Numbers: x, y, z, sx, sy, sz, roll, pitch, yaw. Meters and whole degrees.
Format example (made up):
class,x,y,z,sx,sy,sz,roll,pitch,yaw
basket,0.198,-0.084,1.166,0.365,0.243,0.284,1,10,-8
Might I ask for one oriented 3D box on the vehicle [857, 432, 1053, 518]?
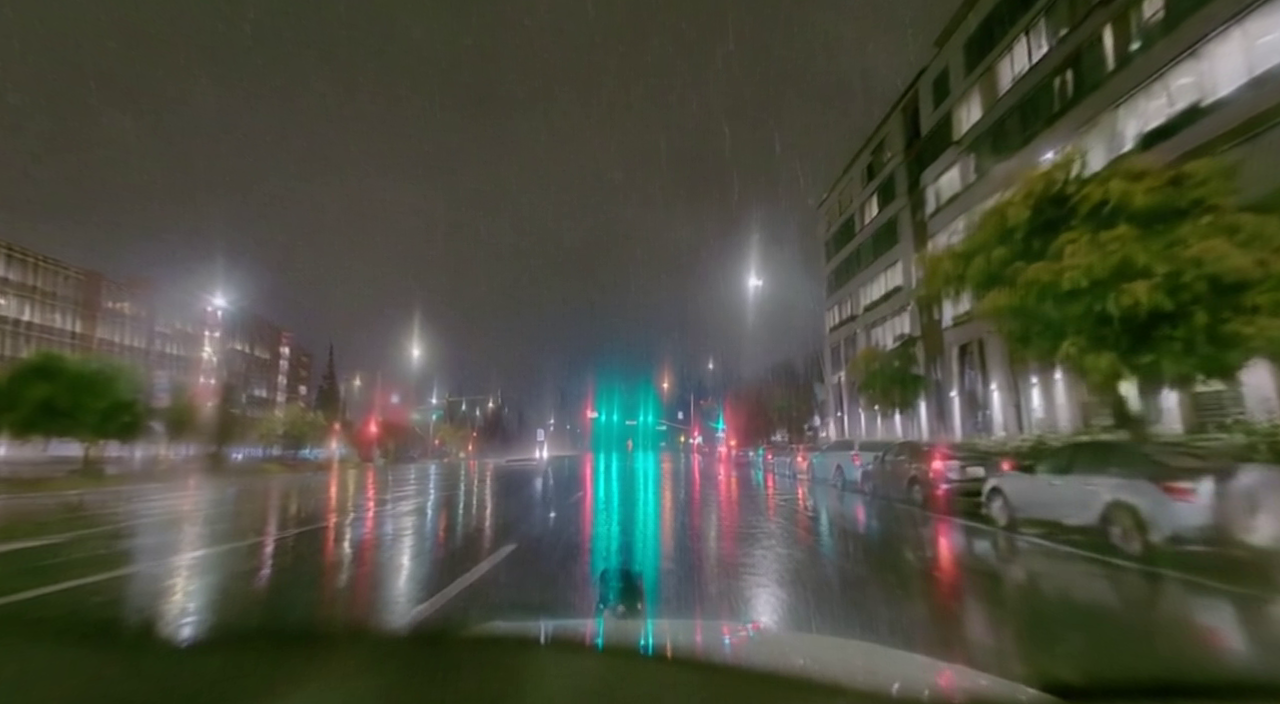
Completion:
class,x,y,z,sx,sy,sz,roll,pitch,yaw
vehicle,6.903,2.733,14.584,1.951,1.627,5.113,0,-9,1

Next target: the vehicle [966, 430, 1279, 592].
class,x,y,z,sx,sy,sz,roll,pitch,yaw
vehicle,6.618,1.874,8.430,2.020,1.520,4.876,0,-9,3
